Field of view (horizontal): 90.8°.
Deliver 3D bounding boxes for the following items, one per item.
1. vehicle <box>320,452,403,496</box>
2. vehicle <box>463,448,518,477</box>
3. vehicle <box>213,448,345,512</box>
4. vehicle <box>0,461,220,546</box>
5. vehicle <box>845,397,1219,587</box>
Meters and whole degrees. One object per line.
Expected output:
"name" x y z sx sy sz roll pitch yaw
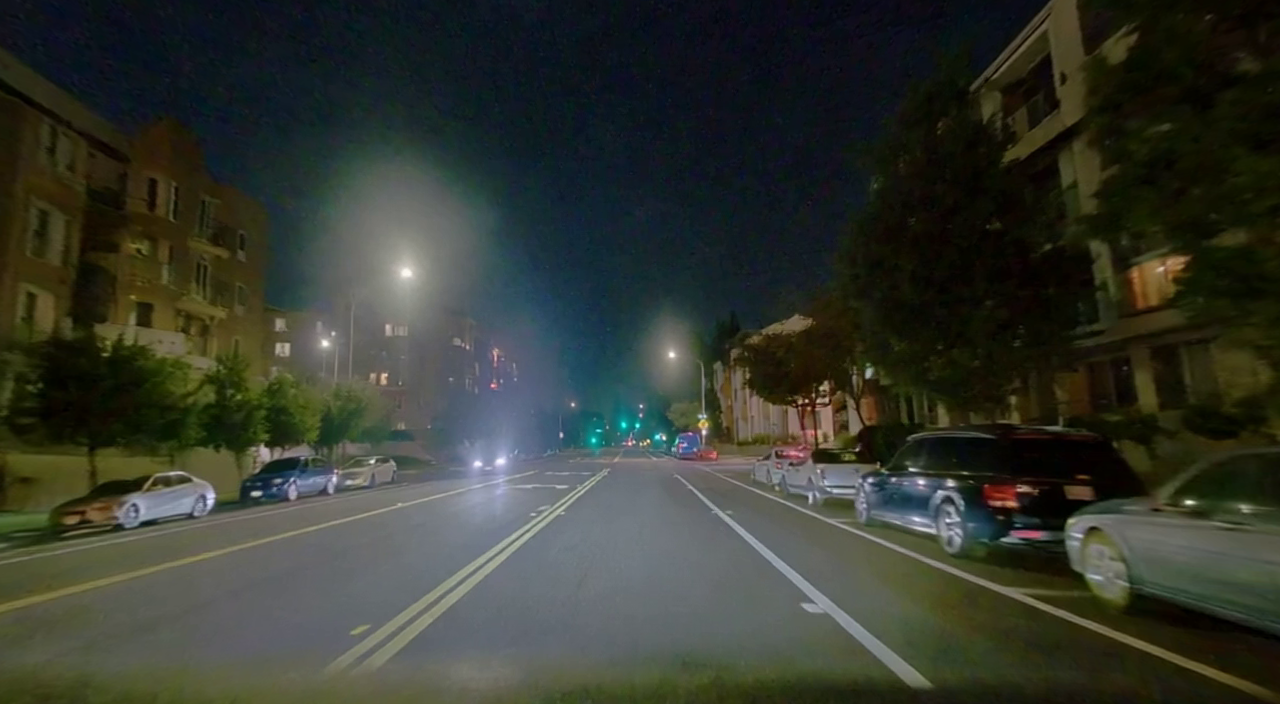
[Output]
"vehicle" -12.478 5.461 28.657 1.920 1.629 4.599 -2 -8 -3
"vehicle" -8.104 6.002 34.681 1.952 1.477 4.128 0 -8 1
"vehicle" -12.542 4.418 22.398 2.036 1.819 4.626 -3 -7 0
"vehicle" -12.345 3.461 15.049 1.821 1.459 4.295 -2 -7 -1
"vehicle" 4.640 1.733 8.680 2.068 1.852 4.796 0 -8 0
